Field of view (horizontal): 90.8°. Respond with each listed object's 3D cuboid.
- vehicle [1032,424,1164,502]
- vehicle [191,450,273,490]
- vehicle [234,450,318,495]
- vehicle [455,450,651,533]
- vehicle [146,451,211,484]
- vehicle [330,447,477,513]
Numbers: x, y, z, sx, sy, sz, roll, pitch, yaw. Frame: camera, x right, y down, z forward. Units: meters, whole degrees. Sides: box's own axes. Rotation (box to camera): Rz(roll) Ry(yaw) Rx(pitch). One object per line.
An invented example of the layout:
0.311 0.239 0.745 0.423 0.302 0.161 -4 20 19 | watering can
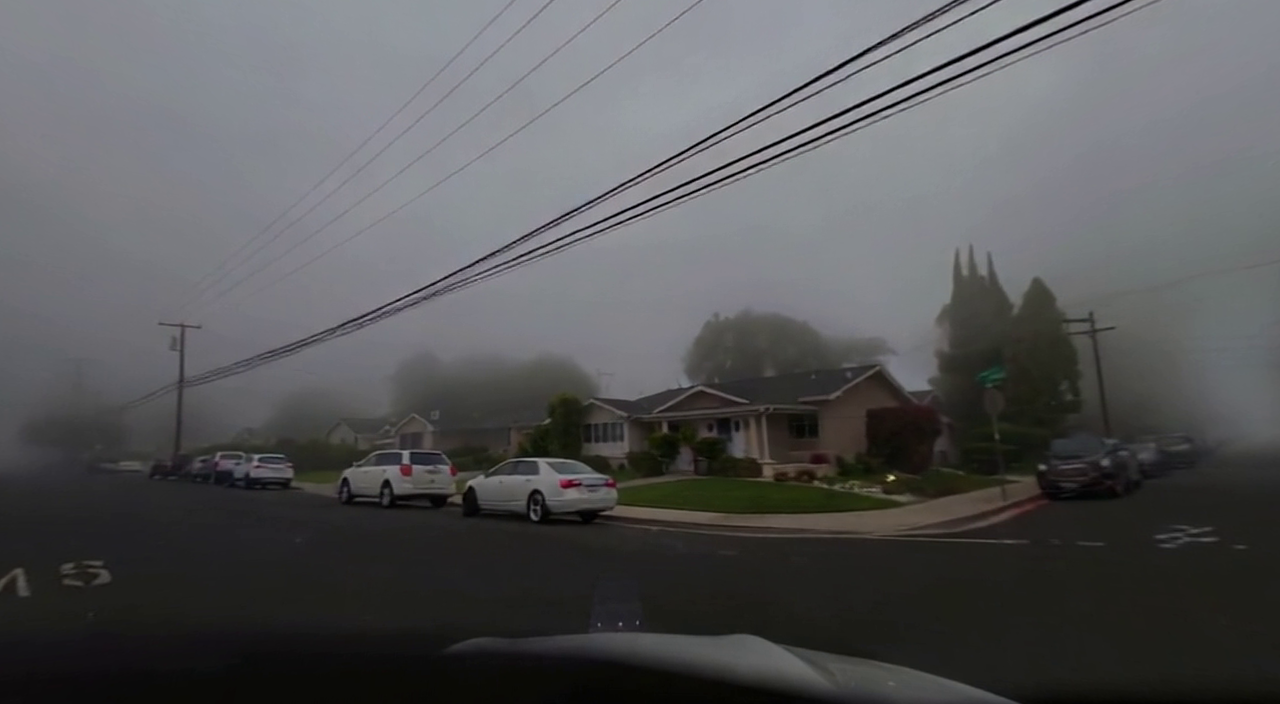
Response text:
12.480 2.941 17.095 2.179 1.791 4.547 -8 -11 42 | vehicle
-19.725 5.613 30.436 4.633 1.761 1.922 -7 -11 40 | vehicle
-15.369 4.998 26.559 1.894 1.675 4.294 8 -12 -44 | vehicle
-2.001 2.859 13.614 4.448 1.437 1.786 -8 -12 44 | vehicle
-27.958 6.906 38.188 4.871 1.826 2.115 -8 -11 42 | vehicle
-6.810 3.533 17.982 4.471 1.623 1.943 -8 -11 41 | vehicle
